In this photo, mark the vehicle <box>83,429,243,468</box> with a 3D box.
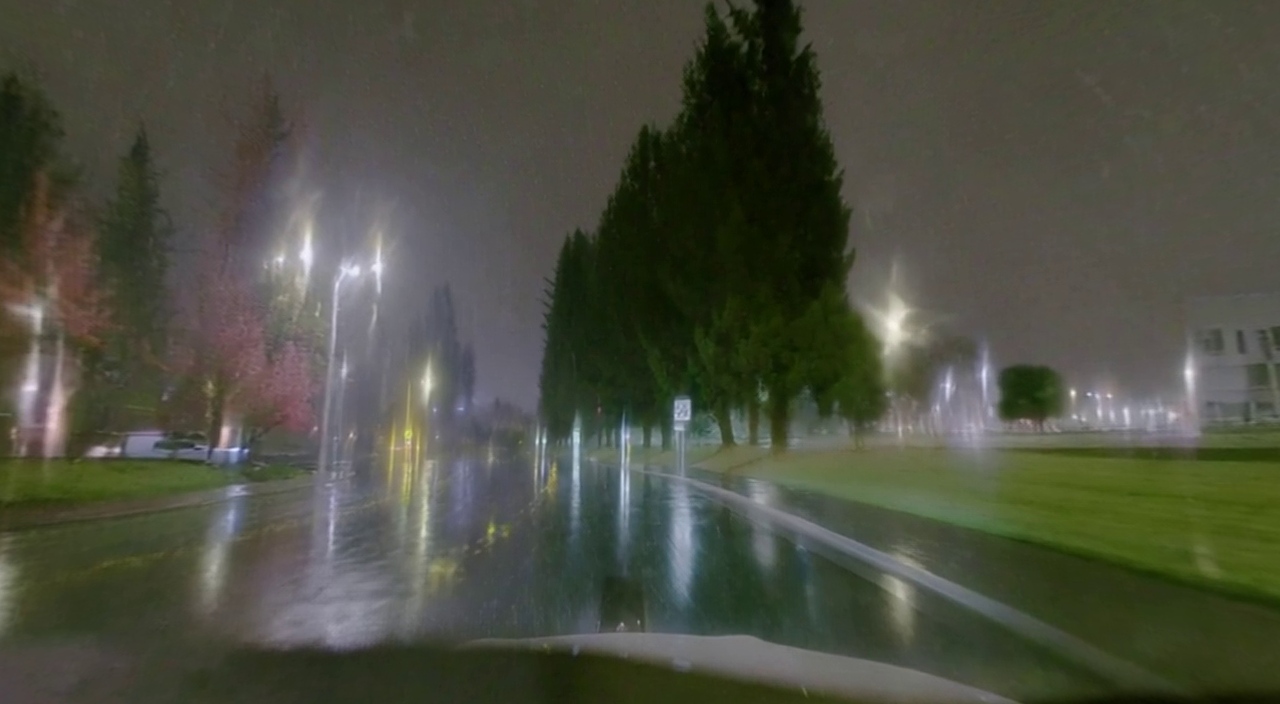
[{"bbox_3d":[-22.918,4.686,30.616,5.613,1.775,2.357,1,-9,-6],"label":"vehicle"}]
